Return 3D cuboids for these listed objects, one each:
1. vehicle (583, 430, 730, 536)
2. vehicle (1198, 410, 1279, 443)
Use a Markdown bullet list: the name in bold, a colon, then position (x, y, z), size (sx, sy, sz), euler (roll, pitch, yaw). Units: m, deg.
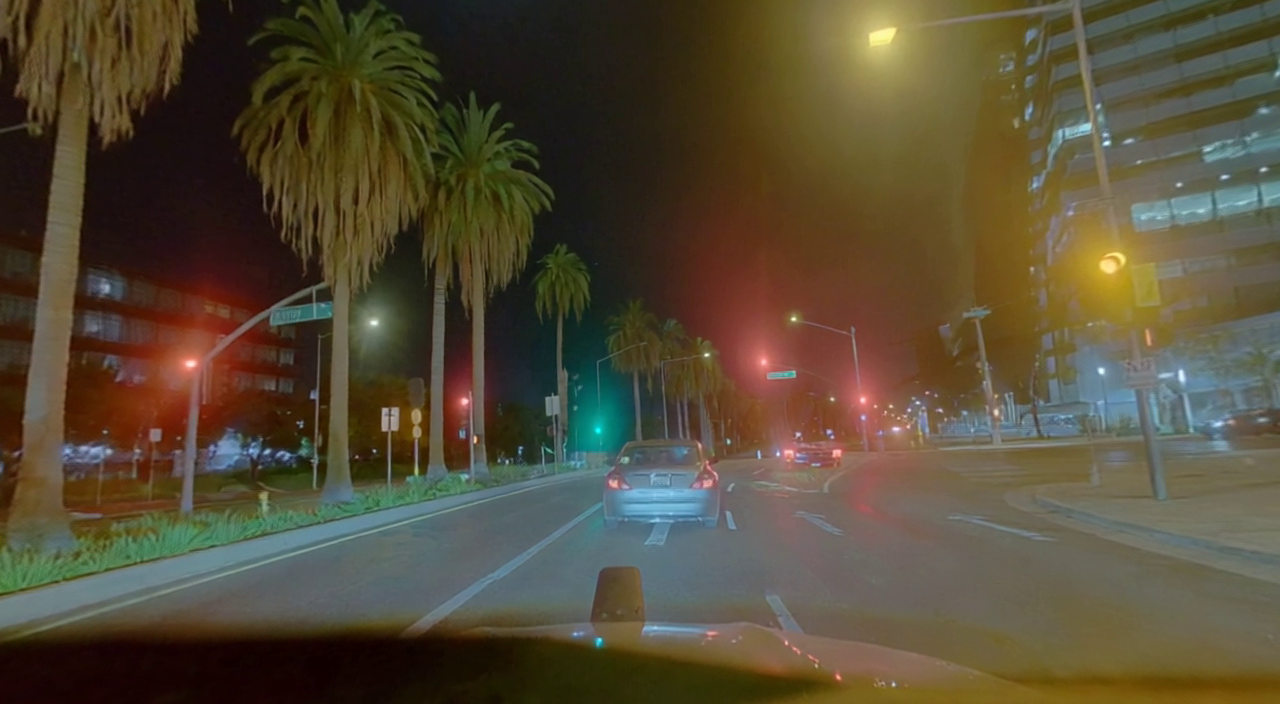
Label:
- **vehicle**: position (0.347, 2.180, 11.143), size (2.096, 1.492, 4.071), euler (-1, -8, 3)
- **vehicle**: position (36.509, 4.460, 37.658), size (5.049, 1.861, 2.081), euler (2, -9, -12)
